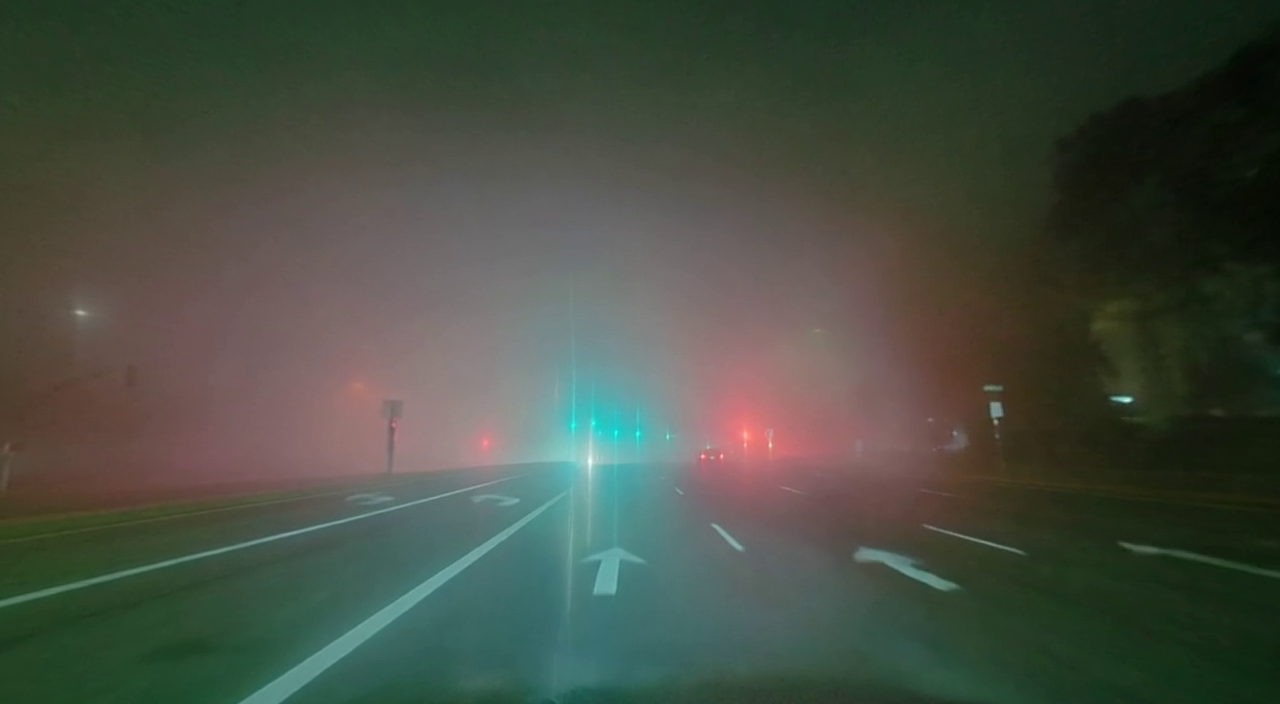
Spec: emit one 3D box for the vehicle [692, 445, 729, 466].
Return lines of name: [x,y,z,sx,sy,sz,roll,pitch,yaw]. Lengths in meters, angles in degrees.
vehicle: [5.312,7.913,48.388,2.187,1.475,4.529,0,-9,-2]
